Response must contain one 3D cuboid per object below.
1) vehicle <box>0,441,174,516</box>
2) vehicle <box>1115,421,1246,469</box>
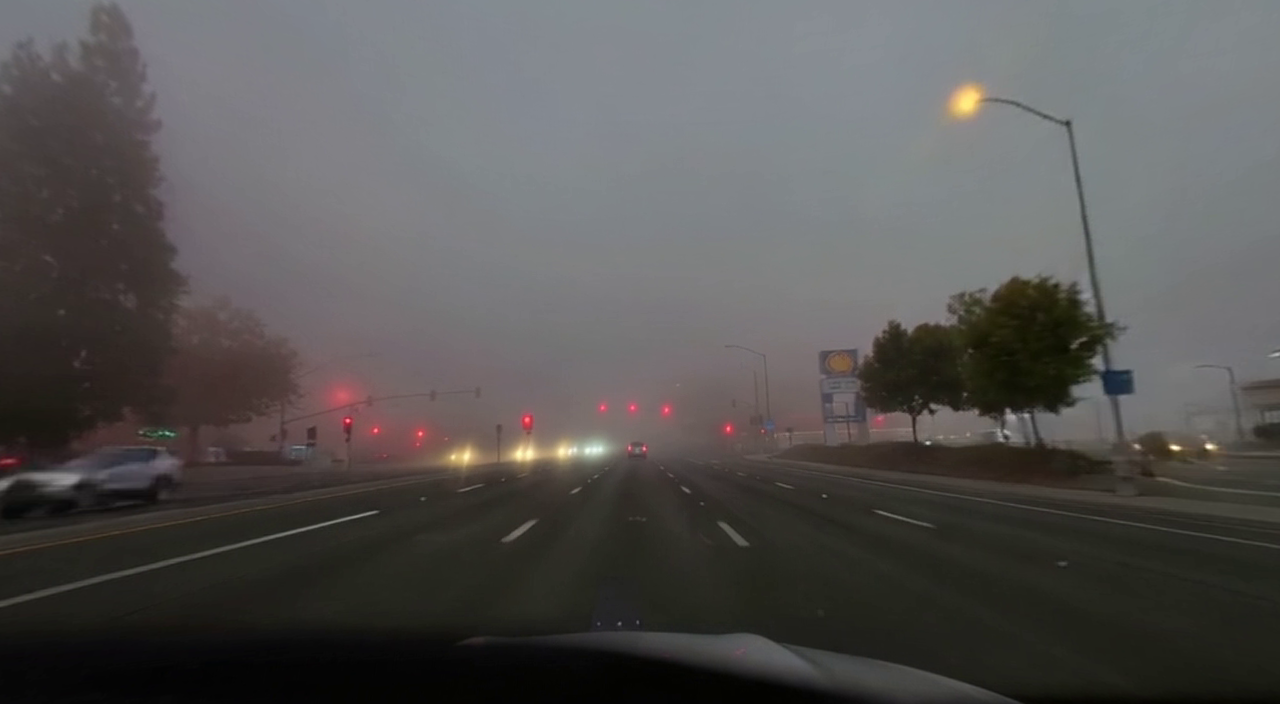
[{"bbox_3d":[-14.486,3.119,16.164,2.020,1.645,4.146,0,-8,-2],"label":"vehicle"},{"bbox_3d":[18.375,3.202,21.733,1.767,1.466,3.855,-2,-9,14],"label":"vehicle"}]
